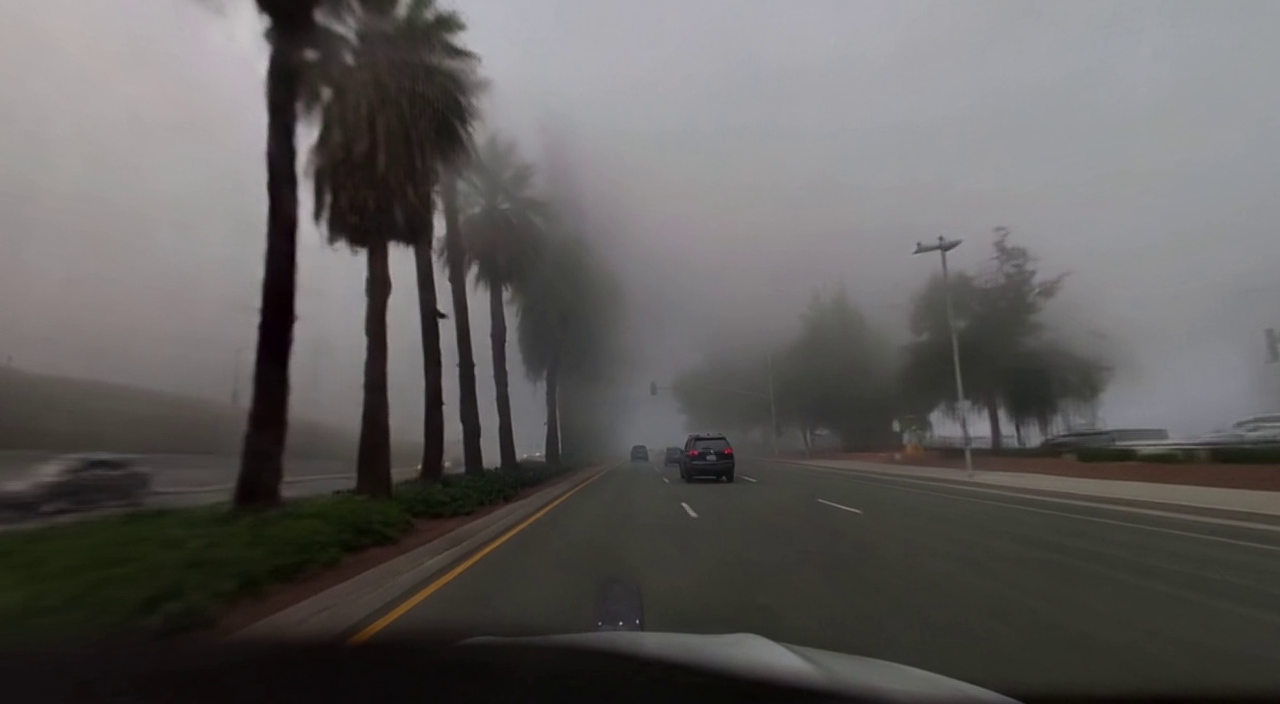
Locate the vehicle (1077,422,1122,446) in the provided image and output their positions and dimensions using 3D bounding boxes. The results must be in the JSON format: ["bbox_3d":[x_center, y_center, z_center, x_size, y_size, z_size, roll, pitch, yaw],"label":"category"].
[{"bbox_3d":[34.949,6.285,48.157,2.287,1.669,4.382,-5,-10,31],"label":"vehicle"}]

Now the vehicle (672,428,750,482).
[{"bbox_3d":[2.806,4.288,26.494,2.559,2.017,5.562,0,-9,-1],"label":"vehicle"}]

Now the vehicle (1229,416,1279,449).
[{"bbox_3d":[38.749,5.002,38.989,2.227,1.884,5.589,-6,-10,31],"label":"vehicle"}]
